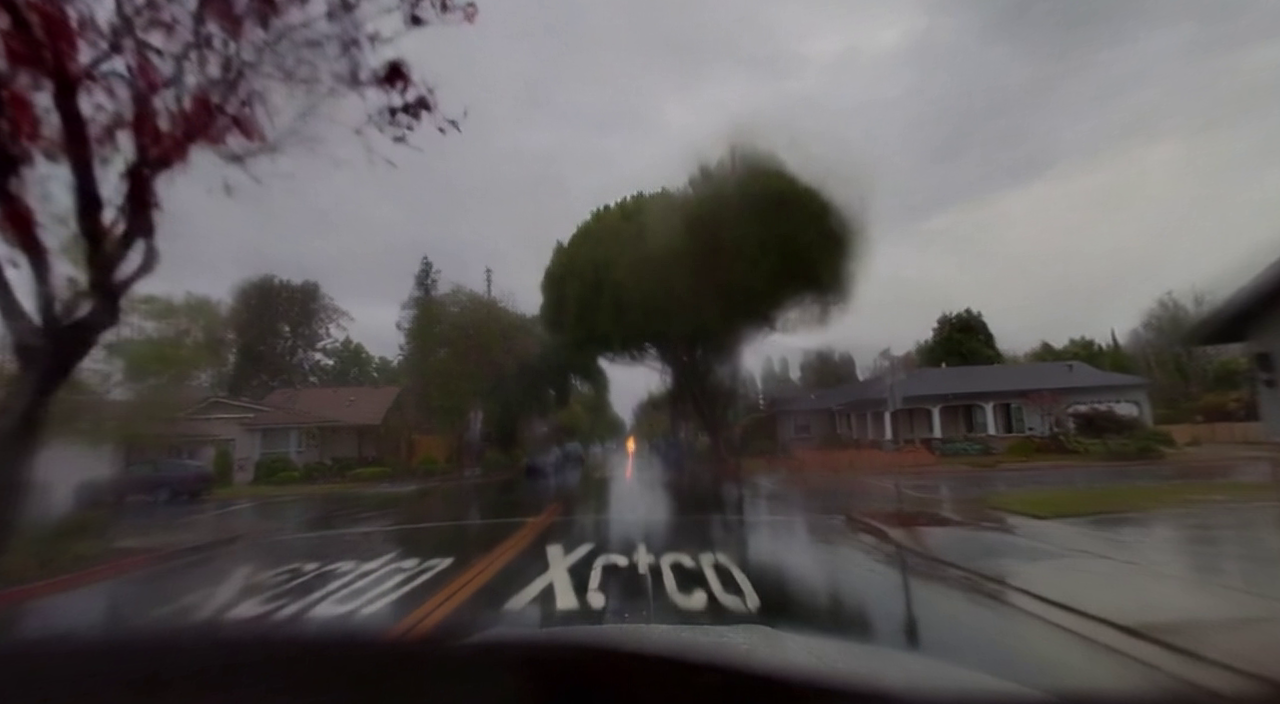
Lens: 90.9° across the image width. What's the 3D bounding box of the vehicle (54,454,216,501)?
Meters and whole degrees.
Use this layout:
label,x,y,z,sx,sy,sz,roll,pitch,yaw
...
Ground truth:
label,x,y,z,sx,sy,sz,roll,pitch,yaw
vehicle,-18.966,4.699,23.864,4.334,1.632,1.996,0,-8,-1
